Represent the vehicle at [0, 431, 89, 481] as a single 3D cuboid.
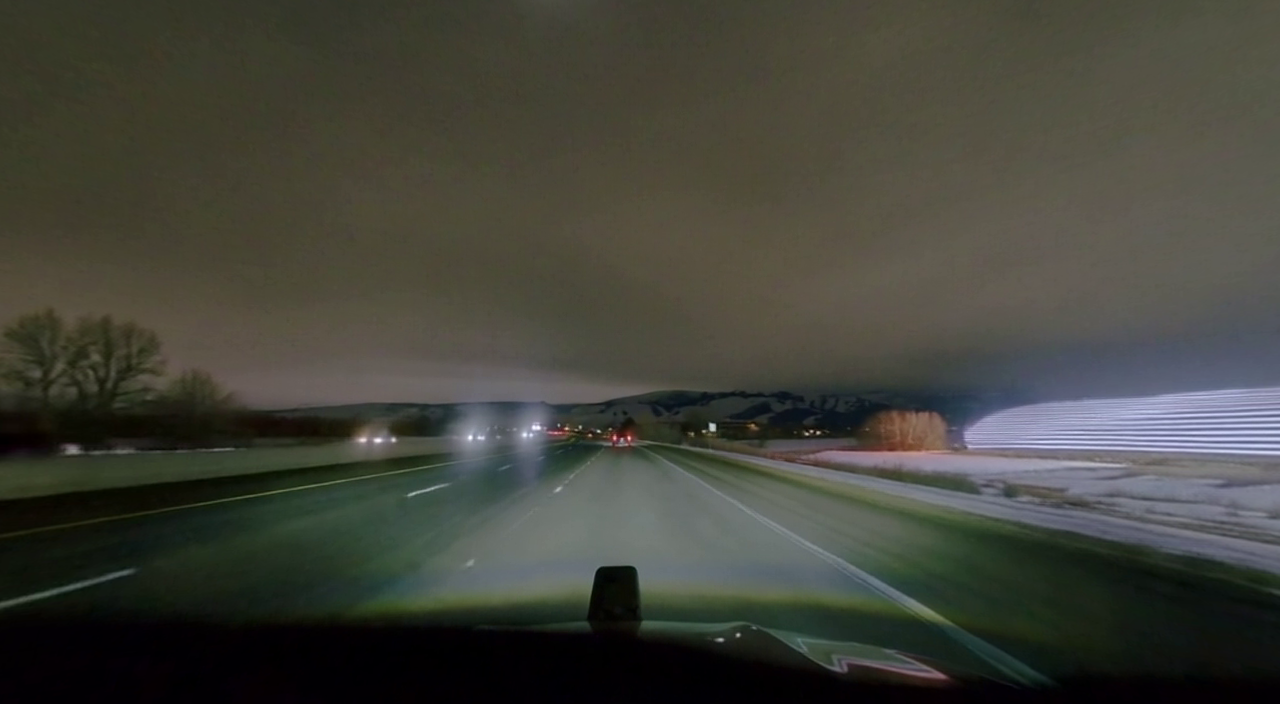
[{"bbox_3d":[-19.927,3.223,19.576,1.791,1.467,4.207,0,-8,-1],"label":"vehicle"}]
